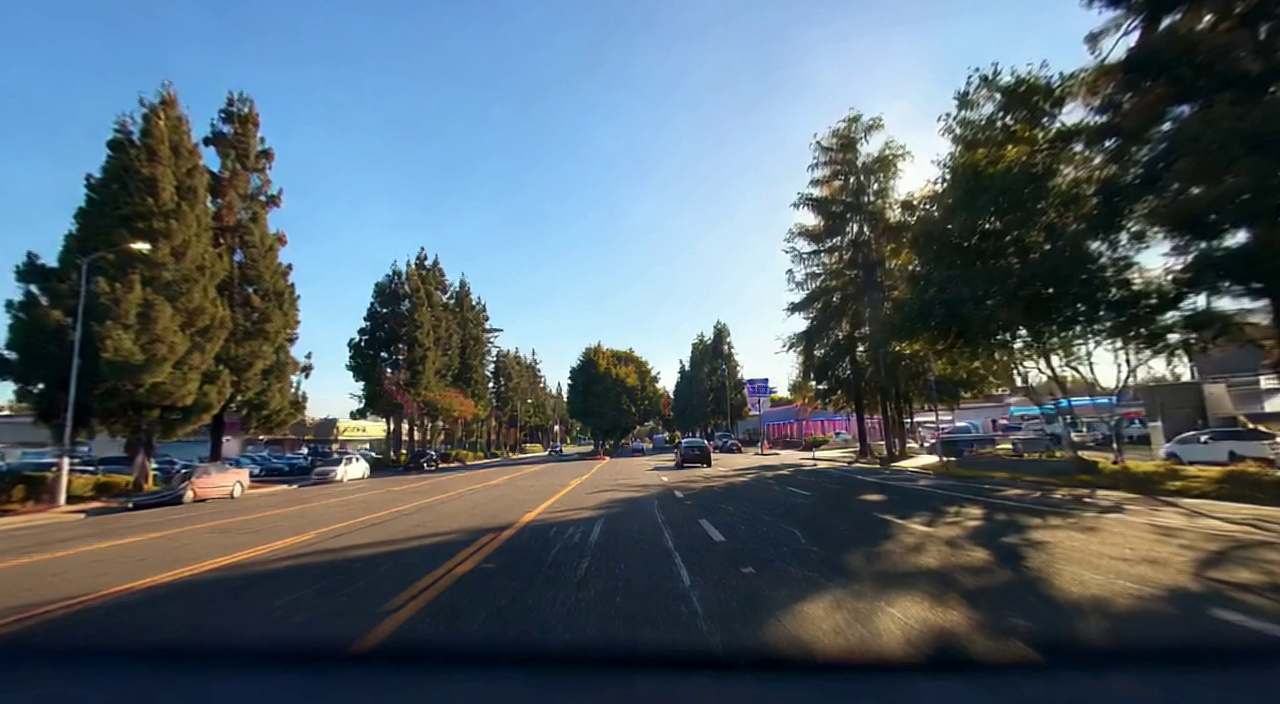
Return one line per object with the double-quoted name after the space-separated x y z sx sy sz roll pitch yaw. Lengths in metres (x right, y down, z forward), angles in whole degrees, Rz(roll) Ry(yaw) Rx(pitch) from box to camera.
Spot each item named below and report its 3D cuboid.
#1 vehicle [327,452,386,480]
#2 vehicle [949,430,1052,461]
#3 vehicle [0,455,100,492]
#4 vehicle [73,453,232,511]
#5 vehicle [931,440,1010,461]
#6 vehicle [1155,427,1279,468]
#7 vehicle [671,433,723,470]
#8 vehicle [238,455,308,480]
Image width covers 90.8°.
-17.990 7.217 40.294 1.858 1.600 4.118 0 -9 -1 "vehicle"
25.884 6.738 45.593 2.185 2.098 5.912 6 -11 -35 "vehicle"
-33.191 6.667 34.810 4.705 1.901 2.120 1 -9 -4 "vehicle"
-18.010 4.774 23.766 1.956 1.854 5.008 0 -9 0 "vehicle"
23.180 6.921 44.394 1.777 1.432 4.487 7 -11 -37 "vehicle"
30.740 4.941 32.651 2.297 1.933 5.803 6 -11 -37 "vehicle"
2.656 4.768 30.396 1.957 1.643 4.226 0 -9 -2 "vehicle"
-24.073 7.568 41.663 1.831 1.452 4.727 0 -9 -1 "vehicle"
